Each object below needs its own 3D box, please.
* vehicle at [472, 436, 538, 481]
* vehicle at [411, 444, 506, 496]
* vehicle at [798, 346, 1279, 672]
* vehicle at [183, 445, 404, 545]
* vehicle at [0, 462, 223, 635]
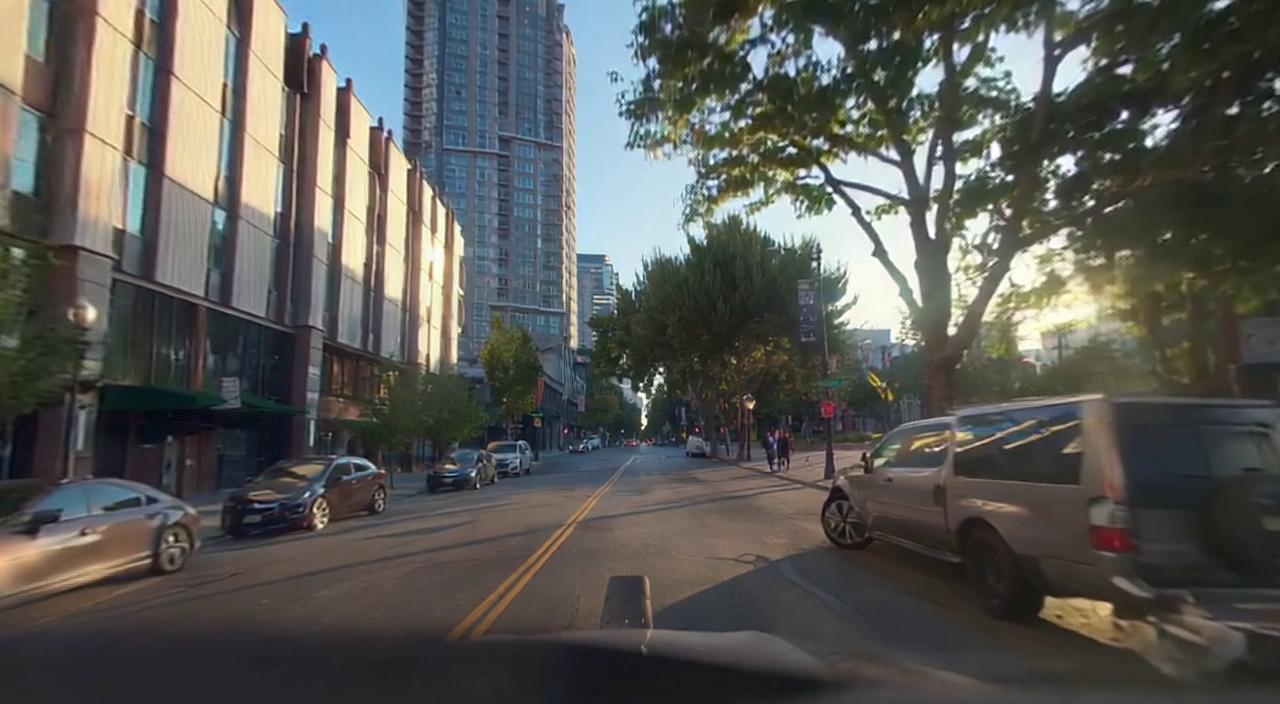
[{"bbox_3d":[-6.404,5.070,30.490,2.273,1.871,4.920,-3,-8,-2],"label":"vehicle"},{"bbox_3d":[-6.596,4.306,23.518,2.270,1.539,4.855,-3,-8,-2],"label":"vehicle"},{"bbox_3d":[3.898,1.361,6.971,2.568,2.001,5.999,0,-8,-2],"label":"vehicle"},{"bbox_3d":[-6.695,2.747,12.930,2.110,1.498,4.555,-3,-8,-2],"label":"vehicle"},{"bbox_3d":[-6.891,2.023,6.540,1.889,1.451,5.013,-3,-8,-2],"label":"vehicle"}]
